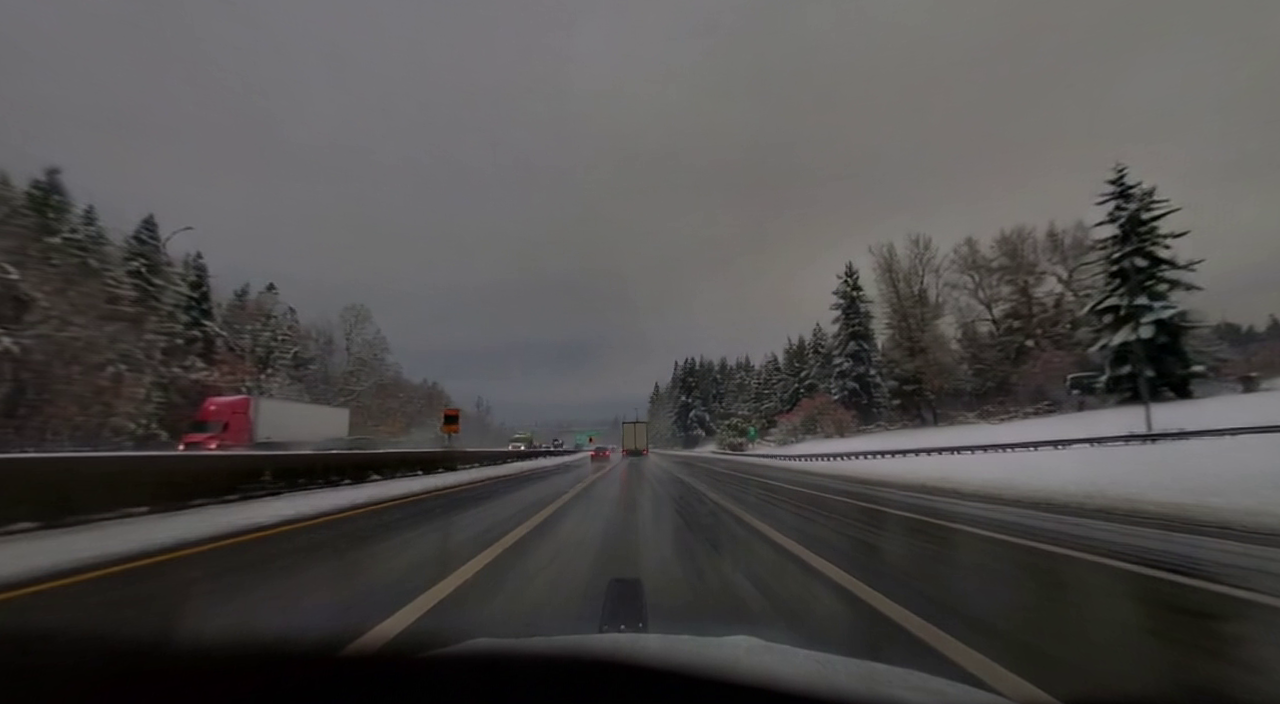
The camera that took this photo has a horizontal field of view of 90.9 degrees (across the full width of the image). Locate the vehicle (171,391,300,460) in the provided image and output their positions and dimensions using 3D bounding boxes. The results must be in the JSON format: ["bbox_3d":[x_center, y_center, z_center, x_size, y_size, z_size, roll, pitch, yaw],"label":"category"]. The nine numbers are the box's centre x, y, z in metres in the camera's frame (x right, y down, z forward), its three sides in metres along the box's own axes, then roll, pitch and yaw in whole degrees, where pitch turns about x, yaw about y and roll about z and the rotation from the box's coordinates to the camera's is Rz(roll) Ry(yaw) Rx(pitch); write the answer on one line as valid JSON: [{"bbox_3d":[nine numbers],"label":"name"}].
[{"bbox_3d":[-24.043,4.563,38.021,2.766,3.715,7.293,0,-9,0],"label":"vehicle"}]
